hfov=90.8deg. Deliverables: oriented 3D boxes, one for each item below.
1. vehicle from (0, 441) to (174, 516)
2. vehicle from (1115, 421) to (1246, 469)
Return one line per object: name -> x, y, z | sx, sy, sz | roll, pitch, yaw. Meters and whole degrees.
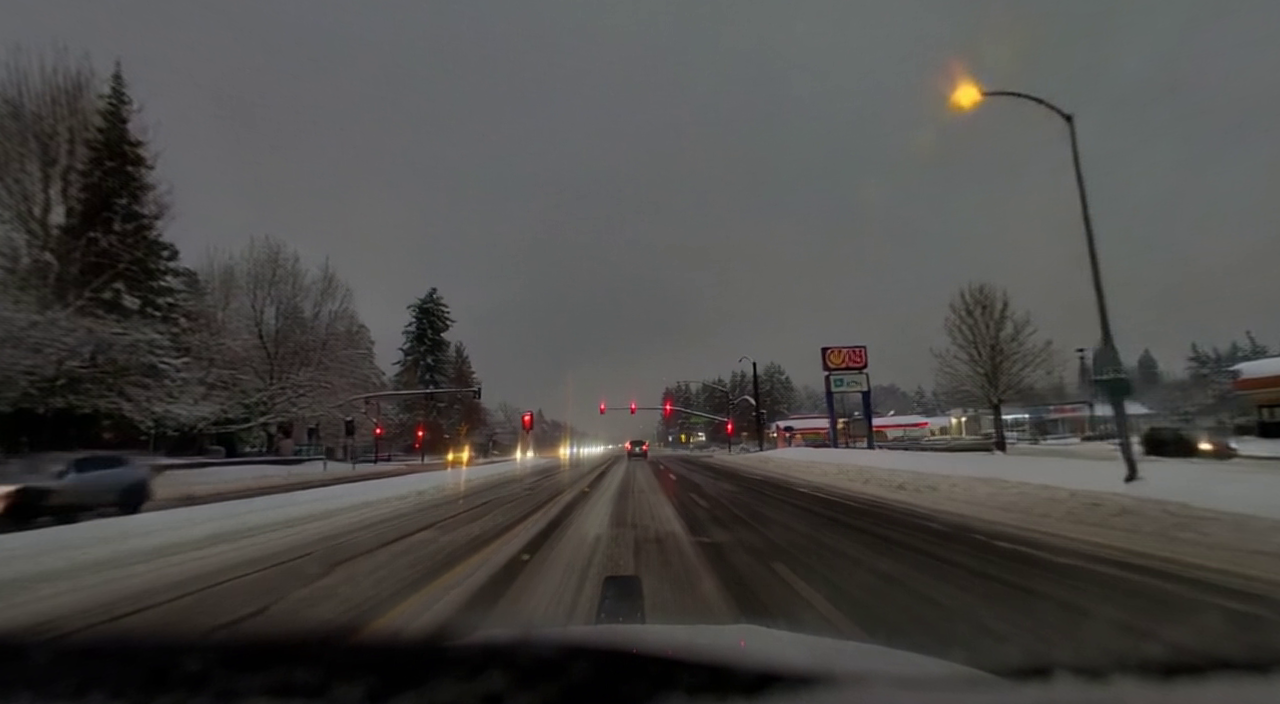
vehicle -> -14.486, 3.119, 16.164 | 2.020, 1.645, 4.146 | 0, -8, -2
vehicle -> 18.375, 3.202, 21.733 | 1.767, 1.466, 3.855 | -2, -9, 14
